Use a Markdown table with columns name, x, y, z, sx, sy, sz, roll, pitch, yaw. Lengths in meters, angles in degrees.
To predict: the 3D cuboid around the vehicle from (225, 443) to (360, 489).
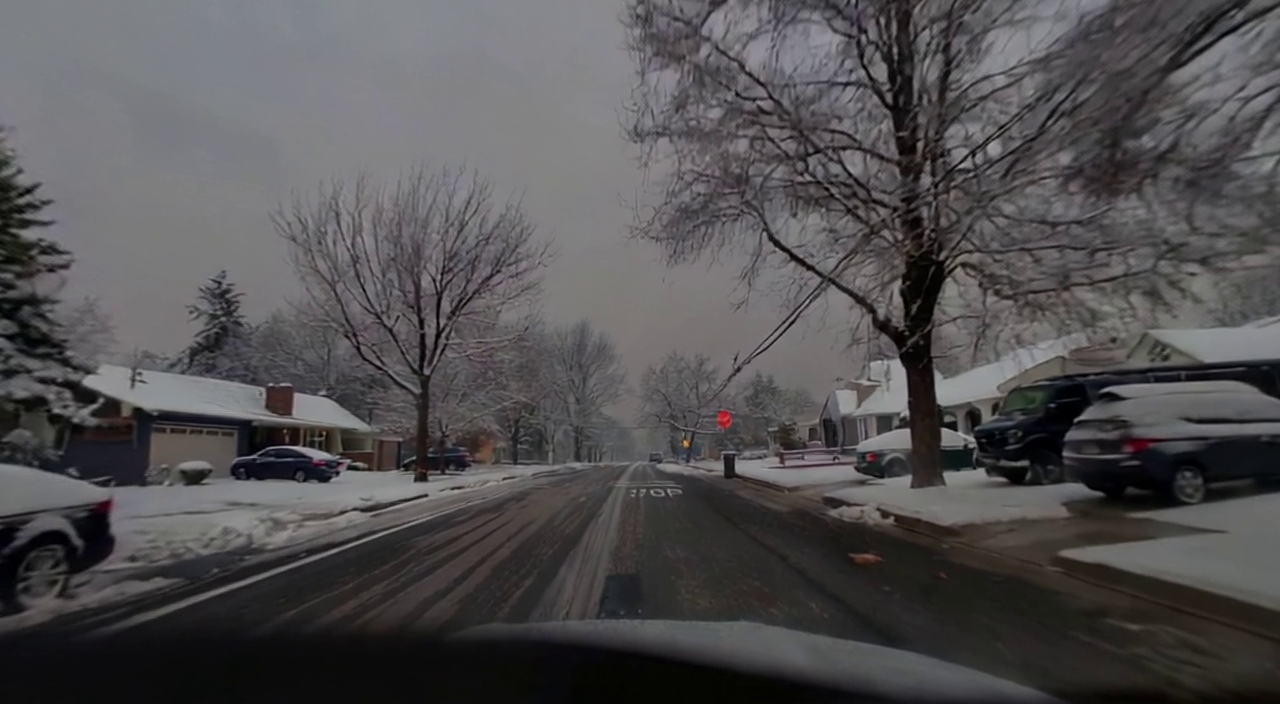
| name | x | y | z | sx | sy | sz | roll | pitch | yaw |
| --- | --- | --- | --- | --- | --- | --- | --- | --- | --- |
| vehicle | -14.310 | 4.657 | 26.132 | 4.493 | 1.776 | 1.997 | -1 | -9 | 9 |

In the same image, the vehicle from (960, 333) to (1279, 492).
| name | x | y | z | sx | sy | sz | roll | pitch | yaw |
| --- | --- | --- | --- | --- | --- | --- | --- | --- | --- |
| vehicle | 11.486 | 1.398 | 13.888 | 7.302 | 3.055 | 2.848 | 1 | -8 | -2 |

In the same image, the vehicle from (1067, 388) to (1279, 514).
| name | x | y | z | sx | sy | sz | roll | pitch | yaw |
| --- | --- | --- | --- | --- | --- | --- | --- | --- | --- |
| vehicle | 10.641 | 1.653 | 10.655 | 5.235 | 1.891 | 2.102 | 0 | -9 | 1 |

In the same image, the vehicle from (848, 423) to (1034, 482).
| name | x | y | z | sx | sy | sz | roll | pitch | yaw |
| --- | --- | --- | --- | --- | --- | --- | --- | --- | --- |
| vehicle | 10.062 | 3.392 | 21.408 | 5.234 | 1.868 | 2.014 | 0 | -9 | -3 |

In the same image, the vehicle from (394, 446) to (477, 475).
| name | x | y | z | sx | sy | sz | roll | pitch | yaw |
| --- | --- | --- | --- | --- | --- | --- | --- | --- | --- |
| vehicle | -13.492 | 7.168 | 41.897 | 4.809 | 1.865 | 2.093 | 0 | -9 | -1 |

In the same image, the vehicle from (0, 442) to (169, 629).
| name | x | y | z | sx | sy | sz | roll | pitch | yaw |
| --- | --- | --- | --- | --- | --- | --- | --- | --- | --- |
| vehicle | -6.408 | 1.477 | 4.467 | 2.099 | 1.532 | 5.262 | -4 | -9 | 1 |
